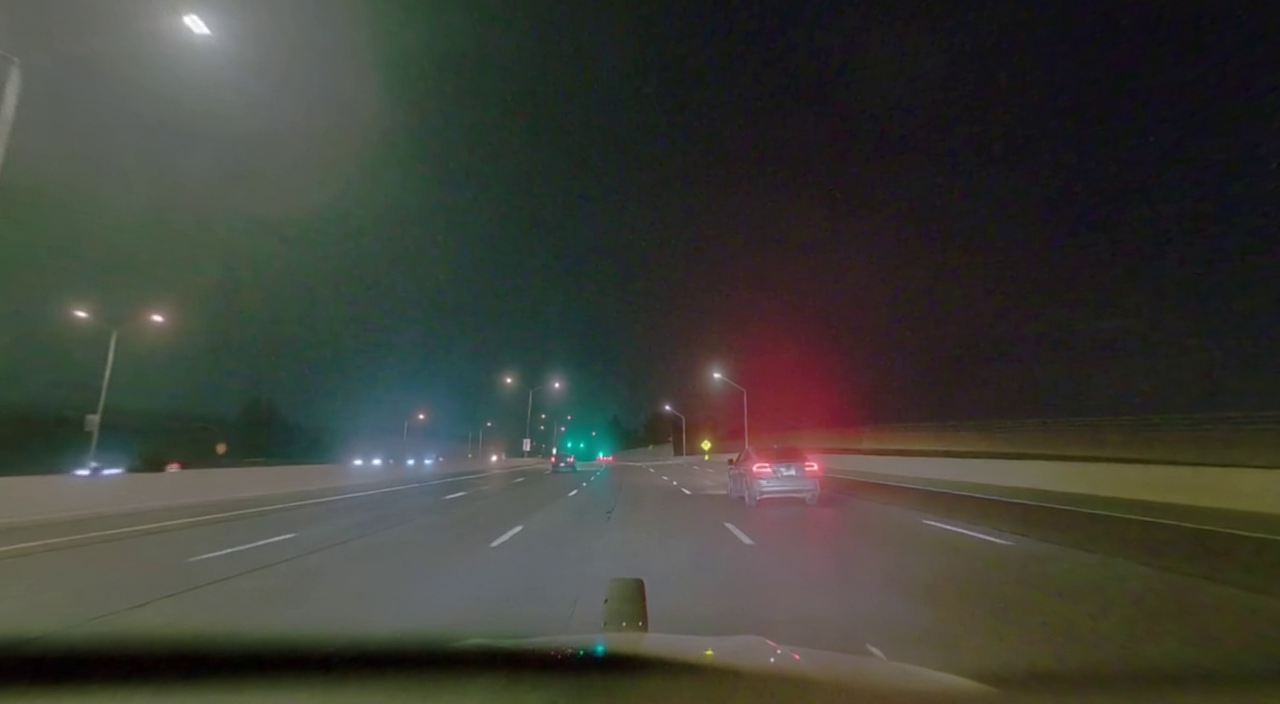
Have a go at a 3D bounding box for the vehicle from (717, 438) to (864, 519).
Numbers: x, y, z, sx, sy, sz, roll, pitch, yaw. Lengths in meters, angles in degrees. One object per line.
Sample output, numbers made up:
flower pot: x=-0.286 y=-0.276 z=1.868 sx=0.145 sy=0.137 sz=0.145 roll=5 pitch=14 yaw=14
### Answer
vehicle: x=3.125 y=2.752 z=14.290 sx=2.030 sy=1.490 sz=4.737 roll=0 pitch=-9 yaw=-2

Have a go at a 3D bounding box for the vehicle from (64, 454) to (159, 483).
vehicle: x=-31.069 y=6.840 z=37.260 sx=1.767 sy=1.531 sz=4.427 roll=0 pitch=-9 yaw=-1

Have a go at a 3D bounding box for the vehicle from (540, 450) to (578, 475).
vehicle: x=-5.109 y=7.007 z=40.140 sx=2.014 sy=1.481 sz=4.156 roll=0 pitch=-9 yaw=-2
